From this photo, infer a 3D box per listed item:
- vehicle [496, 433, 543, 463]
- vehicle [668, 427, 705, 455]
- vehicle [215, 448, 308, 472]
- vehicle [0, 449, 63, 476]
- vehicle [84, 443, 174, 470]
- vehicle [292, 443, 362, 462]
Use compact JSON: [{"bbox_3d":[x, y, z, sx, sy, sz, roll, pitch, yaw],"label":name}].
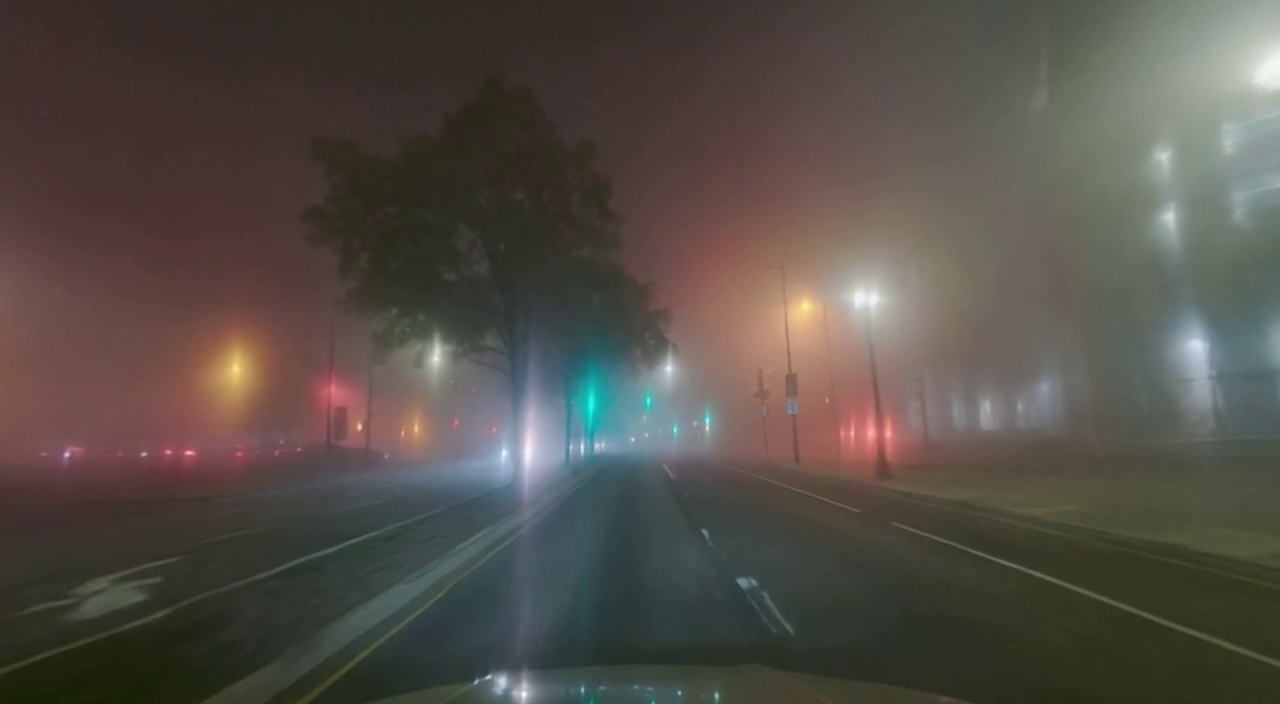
[{"bbox_3d":[-7.507,5.995,39.713,1.962,1.807,4.541,0,-7,1],"label":"vehicle"},{"bbox_3d":[3.054,5.965,42.390,2.129,1.719,4.205,0,-7,0],"label":"vehicle"},{"bbox_3d":[-24.901,7.108,41.569,4.815,1.469,2.056,0,-7,1],"label":"vehicle"},{"bbox_3d":[-41.829,7.377,41.978,4.687,1.625,2.096,-2,-6,1],"label":"vehicle"},{"bbox_3d":[-37.297,7.610,46.088,4.673,1.771,2.118,1,-9,2],"label":"vehicle"},{"bbox_3d":[-24.489,7.851,49.419,4.359,1.457,2.043,0,-7,2],"label":"vehicle"}]
